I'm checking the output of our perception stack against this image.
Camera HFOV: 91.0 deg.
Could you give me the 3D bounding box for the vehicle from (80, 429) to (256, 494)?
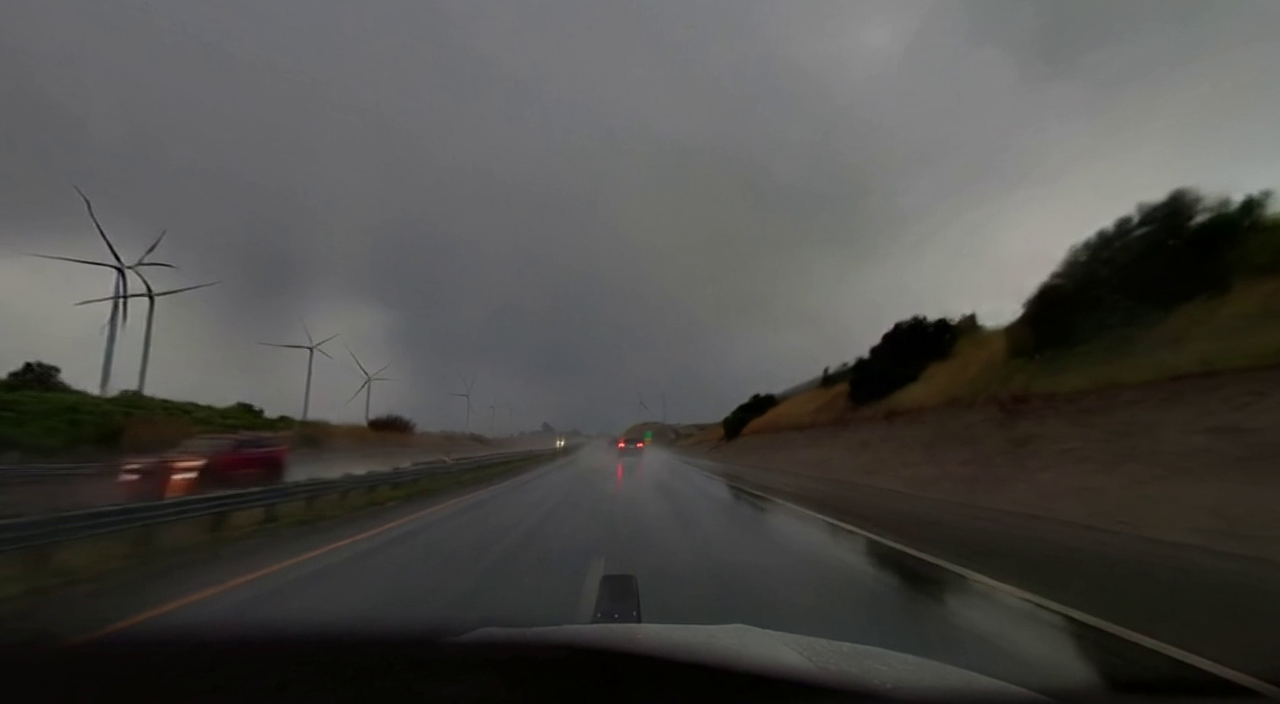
[{"bbox_3d":[-13.529,3.133,18.446,1.933,1.639,4.239,0,-8,-2],"label":"vehicle"}]
